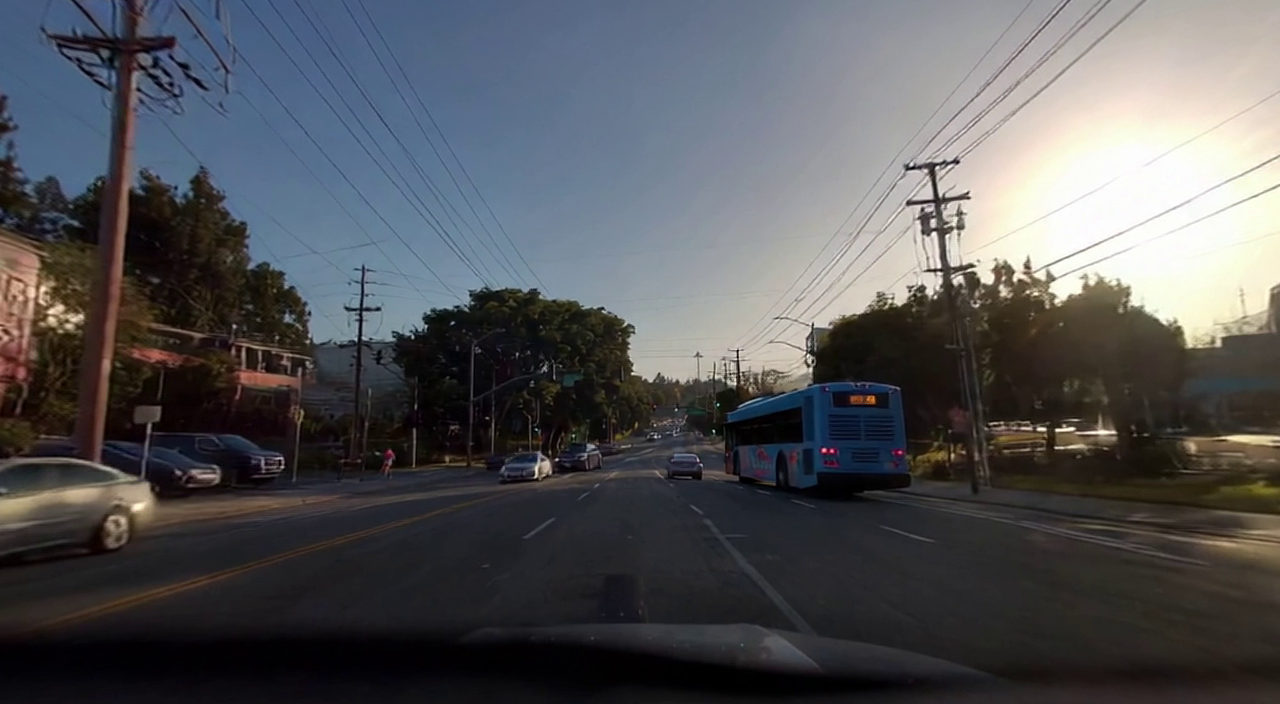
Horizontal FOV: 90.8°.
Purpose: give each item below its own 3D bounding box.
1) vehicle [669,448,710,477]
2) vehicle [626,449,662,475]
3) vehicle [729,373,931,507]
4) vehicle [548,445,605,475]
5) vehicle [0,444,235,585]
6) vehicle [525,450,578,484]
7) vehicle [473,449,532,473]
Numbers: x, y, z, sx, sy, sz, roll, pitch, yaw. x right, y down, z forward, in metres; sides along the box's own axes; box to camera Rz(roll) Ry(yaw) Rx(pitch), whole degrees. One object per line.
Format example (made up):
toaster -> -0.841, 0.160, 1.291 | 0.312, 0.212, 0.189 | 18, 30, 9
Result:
vehicle -> 2.702, 6.162, 35.369 | 1.961, 1.470, 4.196 | 0, -8, -1
vehicle -> 0.184, 6.719, 38.882 | 2.016, 1.464, 4.089 | 0, -8, -3
vehicle -> 5.795, 3.188, 22.708 | 3.045, 3.447, 12.604 | 0, -8, -1
vehicle -> -4.105, 7.083, 41.719 | 2.076, 1.815, 4.464 | -3, -9, 19
vehicle -> -8.615, 2.244, 9.601 | 2.017, 1.659, 4.405 | 0, -8, -1
vehicle -> -4.250, 5.589, 31.060 | 1.915, 1.452, 4.654 | 0, -8, 0
vehicle -> -10.854, 8.557, 49.698 | 4.699, 1.750, 2.132 | -7, -11, 40
